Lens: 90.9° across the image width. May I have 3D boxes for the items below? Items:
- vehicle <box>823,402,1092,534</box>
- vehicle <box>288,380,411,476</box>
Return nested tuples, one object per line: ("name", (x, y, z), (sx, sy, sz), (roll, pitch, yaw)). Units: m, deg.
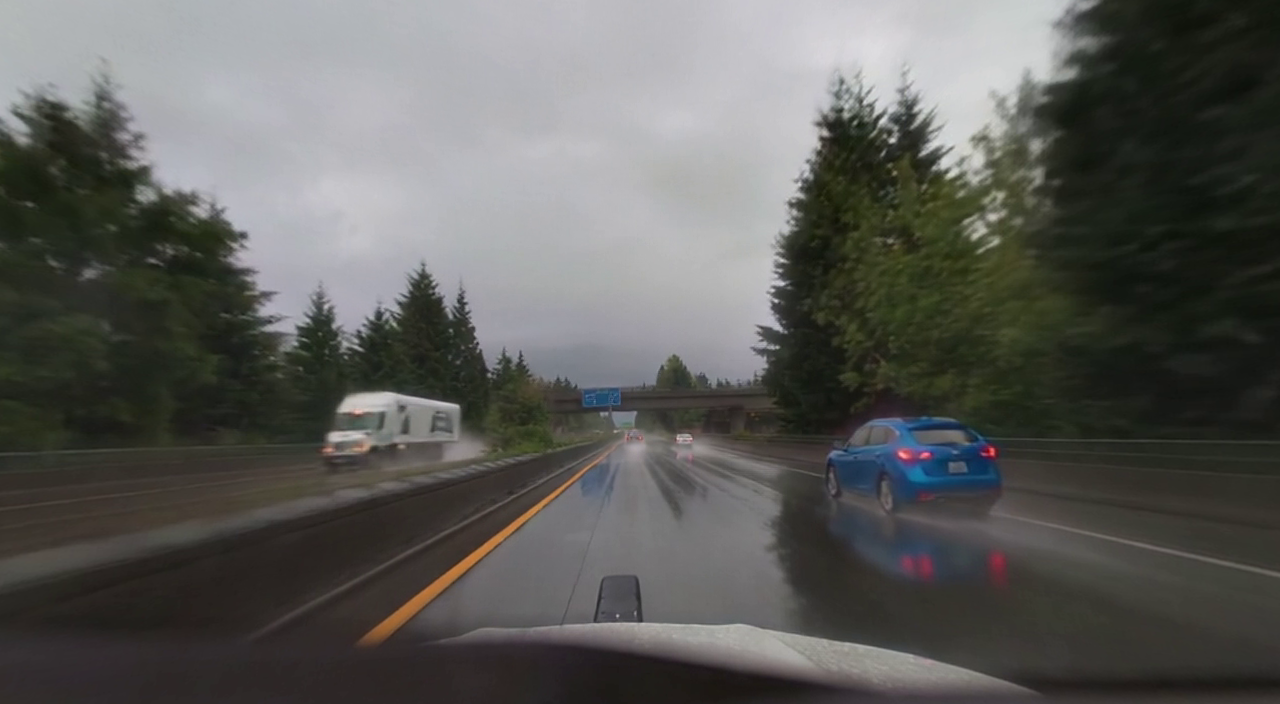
("vehicle", (4.643, 1.751, 10.105), (2.073, 1.651, 4.065), (0, -8, -2))
("vehicle", (-13.291, 3.591, 29.531), (2.950, 4.010, 6.013), (0, -8, -2))
